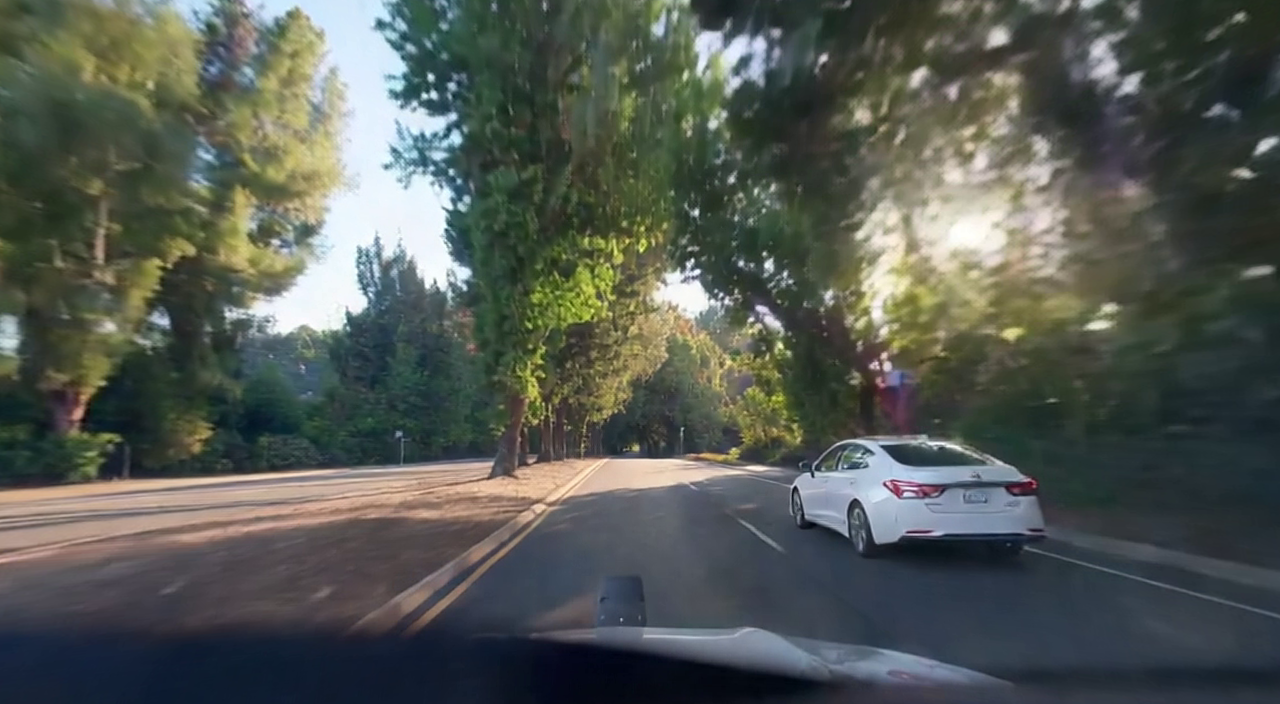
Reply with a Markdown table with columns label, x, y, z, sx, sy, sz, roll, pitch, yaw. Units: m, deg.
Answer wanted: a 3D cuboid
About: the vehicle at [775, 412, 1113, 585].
| label | x | y | z | sx | sy | sz | roll | pitch | yaw |
| --- | --- | --- | --- | --- | --- | --- | --- | --- | --- |
| vehicle | 3.340 | 1.710 | 8.266 | 2.060 | 1.584 | 4.592 | 0 | -8 | -1 |
